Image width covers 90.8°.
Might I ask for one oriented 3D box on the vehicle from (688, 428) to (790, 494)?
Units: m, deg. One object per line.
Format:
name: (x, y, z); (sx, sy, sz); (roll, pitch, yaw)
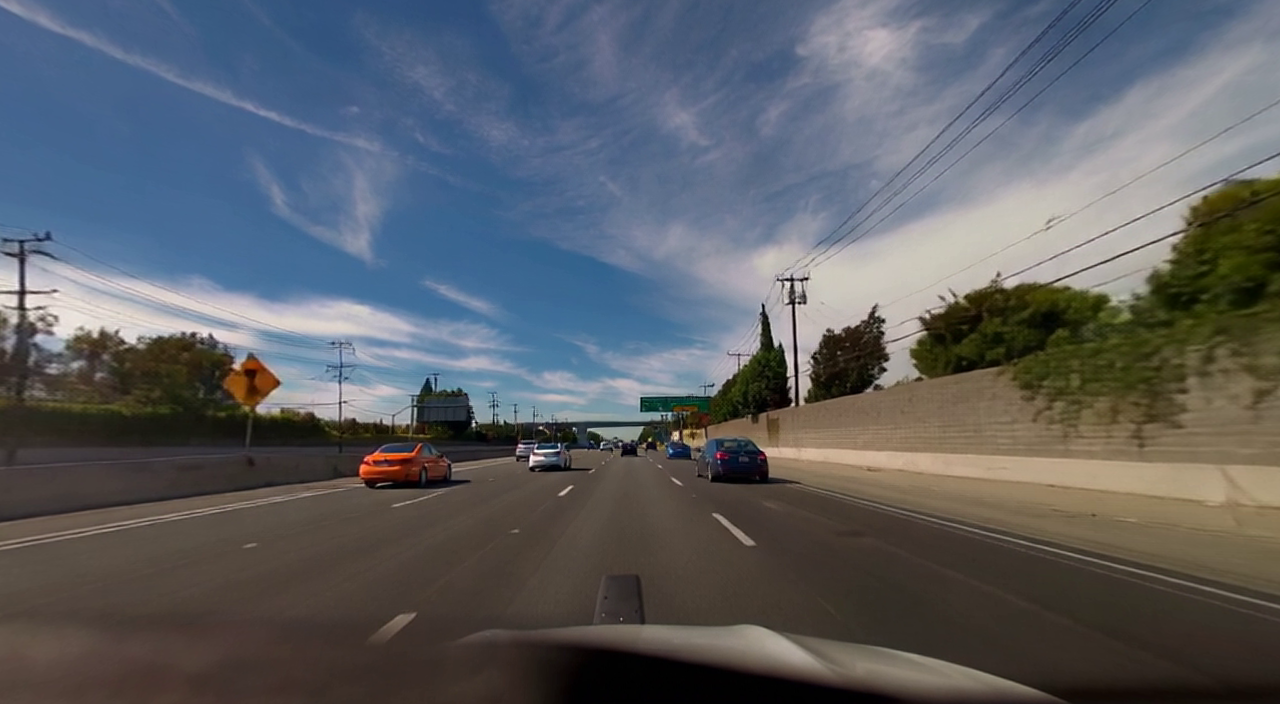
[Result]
vehicle: (2.689, 3.099, 18.337); (2.100, 1.659, 4.387); (0, -8, -2)

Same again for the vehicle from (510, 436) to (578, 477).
vehicle: (-3.804, 4.210, 25.758); (2.066, 1.488, 4.377); (0, -8, 0)

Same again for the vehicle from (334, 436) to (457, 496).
vehicle: (-6.756, 3.179, 18.019); (1.903, 1.482, 4.180); (0, -8, -1)
